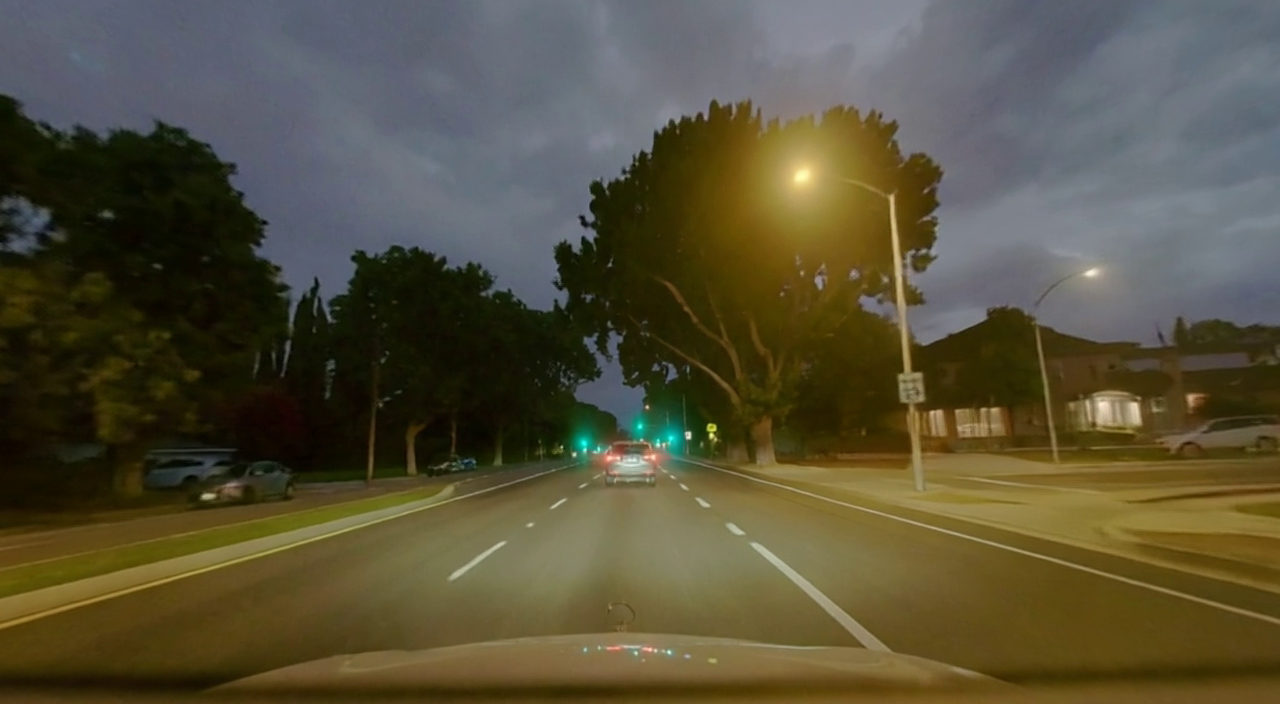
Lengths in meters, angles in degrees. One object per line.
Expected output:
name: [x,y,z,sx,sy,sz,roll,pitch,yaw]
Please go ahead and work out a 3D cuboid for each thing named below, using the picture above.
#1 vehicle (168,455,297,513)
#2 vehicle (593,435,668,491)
vehicle: [-13.918,4.482,21.914,1.900,1.596,4.142,-3,-8,-3]
vehicle: [-0.314,3.567,20.600,2.181,1.639,4.127,0,-9,-1]
